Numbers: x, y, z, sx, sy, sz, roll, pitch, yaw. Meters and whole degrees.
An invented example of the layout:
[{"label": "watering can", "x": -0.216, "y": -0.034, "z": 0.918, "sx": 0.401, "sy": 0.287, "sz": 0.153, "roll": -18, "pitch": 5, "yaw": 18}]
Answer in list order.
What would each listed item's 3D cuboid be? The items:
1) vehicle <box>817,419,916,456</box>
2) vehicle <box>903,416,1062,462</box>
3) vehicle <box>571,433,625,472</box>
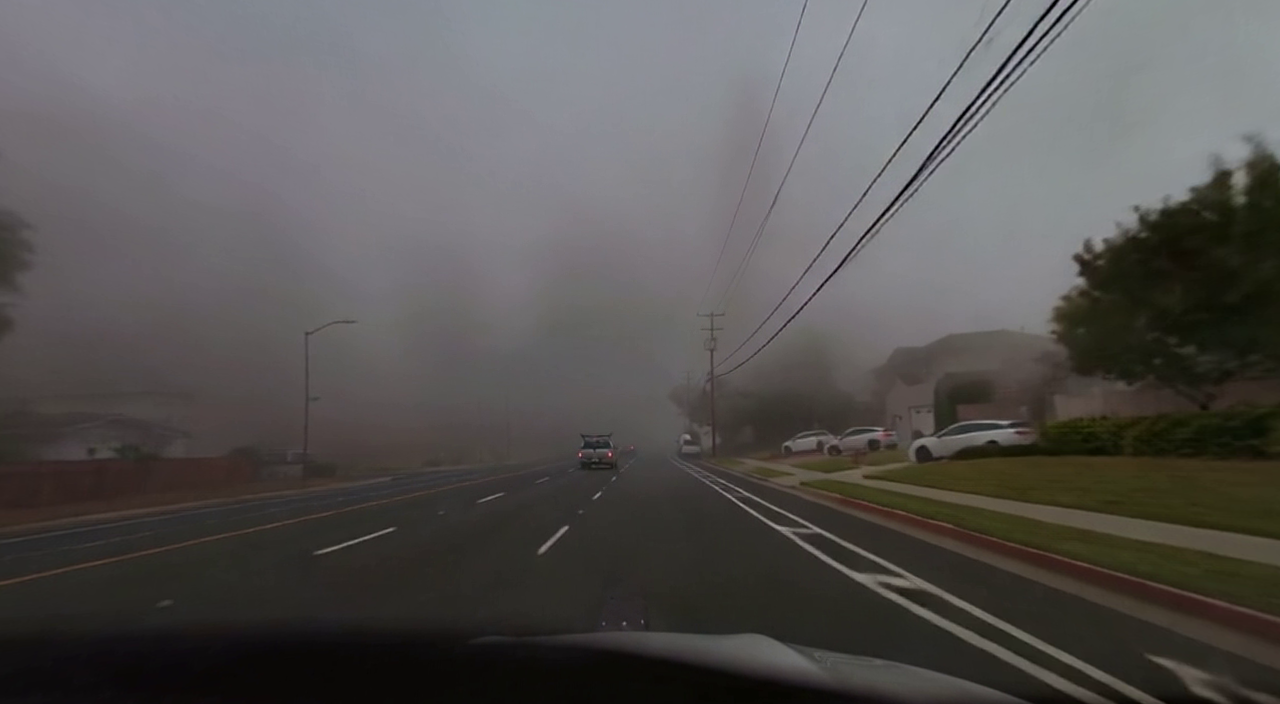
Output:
[{"label": "vehicle", "x": 12.543, "y": 4.769, "z": 35.126, "sx": 4.719, "sy": 1.553, "sz": 1.889, "roll": -5, "pitch": -8, "yaw": 0}, {"label": "vehicle", "x": 11.986, "y": 3.123, "z": 22.351, "sx": 2.212, "sy": 1.404, "sz": 4.283, "roll": 3, "pitch": -10, "yaw": -33}, {"label": "vehicle", "x": -2.079, "y": 5.218, "z": 32.889, "sx": 2.327, "sy": 1.861, "sz": 4.941, "roll": -1, "pitch": -9, "yaw": 2}]
